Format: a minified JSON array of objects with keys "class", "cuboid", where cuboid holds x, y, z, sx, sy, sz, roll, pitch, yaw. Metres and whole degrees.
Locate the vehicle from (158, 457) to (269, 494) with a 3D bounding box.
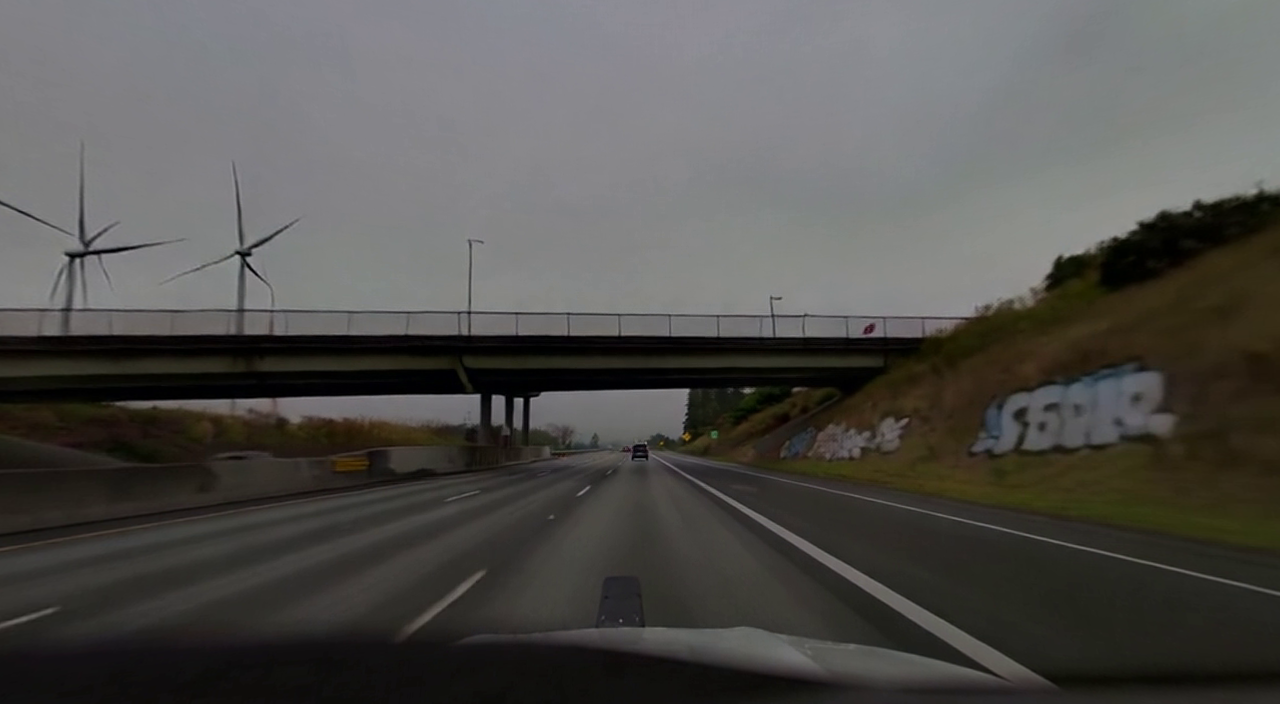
[{"class":"vehicle","cuboid":[-18.695,5.399,27.950,1.852,1.456,4.382,0,-9,0]}]
